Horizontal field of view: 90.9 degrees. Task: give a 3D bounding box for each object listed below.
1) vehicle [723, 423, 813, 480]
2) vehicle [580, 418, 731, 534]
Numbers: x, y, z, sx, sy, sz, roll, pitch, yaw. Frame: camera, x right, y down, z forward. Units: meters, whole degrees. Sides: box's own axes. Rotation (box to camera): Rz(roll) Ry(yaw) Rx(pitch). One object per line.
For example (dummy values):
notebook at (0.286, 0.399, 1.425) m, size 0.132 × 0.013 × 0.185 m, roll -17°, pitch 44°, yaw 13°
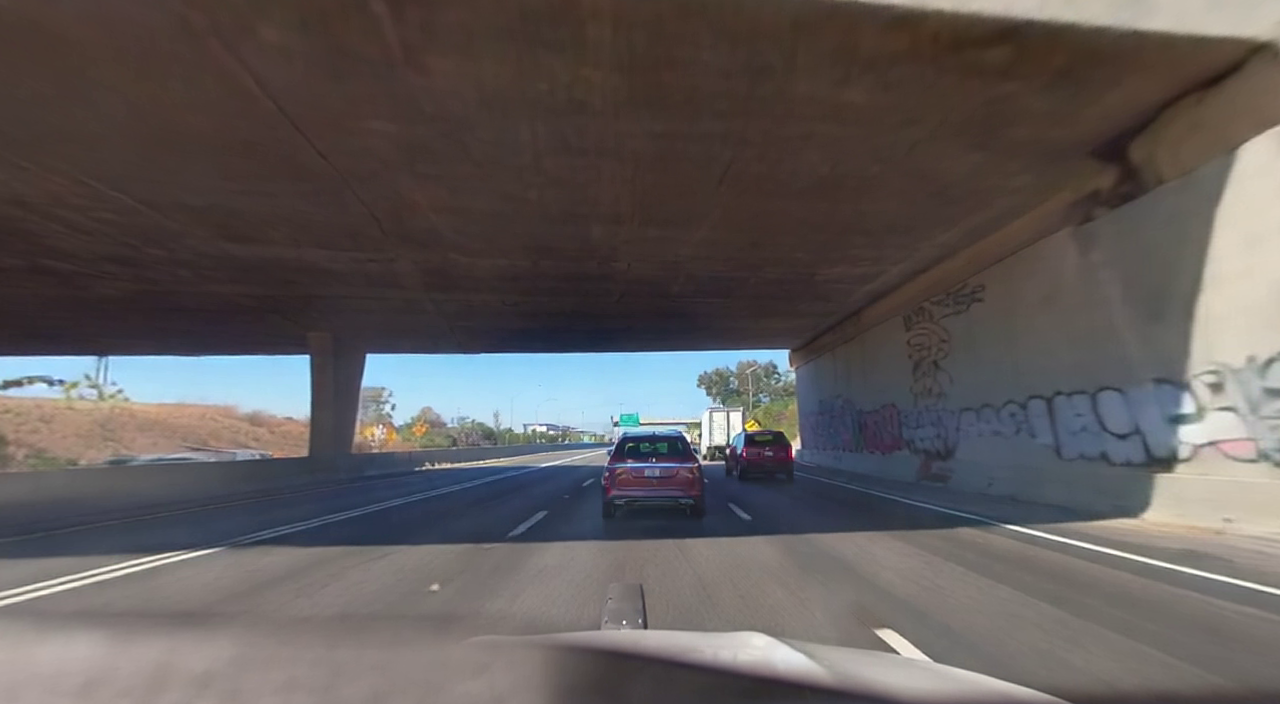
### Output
vehicle at (4.761, 3.824, 24.495) m, size 2.311 × 1.922 × 5.977 m, roll 0°, pitch -8°, yaw 1°
vehicle at (0.260, 2.092, 11.185) m, size 2.193 × 1.651 × 3.946 m, roll 0°, pitch -8°, yaw 1°
